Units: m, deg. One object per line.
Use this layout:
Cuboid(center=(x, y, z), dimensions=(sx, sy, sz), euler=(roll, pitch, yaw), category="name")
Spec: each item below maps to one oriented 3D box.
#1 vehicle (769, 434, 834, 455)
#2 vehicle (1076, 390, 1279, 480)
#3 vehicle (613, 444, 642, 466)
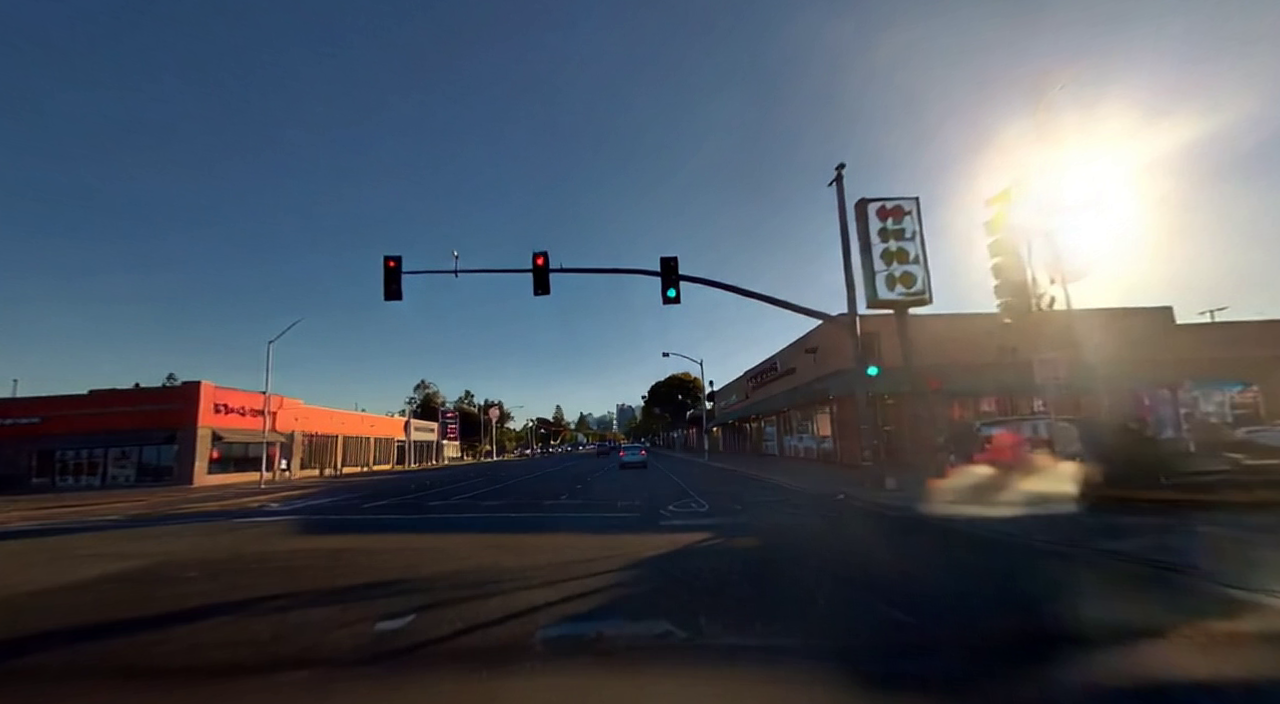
Cuboid(center=(12.496, 7.192, 49.055), dimensions=(4.486, 1.569, 1.966), euler=(0, -9, -4), category="vehicle")
Cuboid(center=(12.885, 1.837, 13.963), dimensions=(4.852, 1.805, 2.155), euler=(0, -9, -1), category="vehicle")
Cuboid(center=(-0.879, 7.222, 44.437), dimensions=(1.977, 1.451, 4.032), euler=(0, -8, -1), category="vehicle")
